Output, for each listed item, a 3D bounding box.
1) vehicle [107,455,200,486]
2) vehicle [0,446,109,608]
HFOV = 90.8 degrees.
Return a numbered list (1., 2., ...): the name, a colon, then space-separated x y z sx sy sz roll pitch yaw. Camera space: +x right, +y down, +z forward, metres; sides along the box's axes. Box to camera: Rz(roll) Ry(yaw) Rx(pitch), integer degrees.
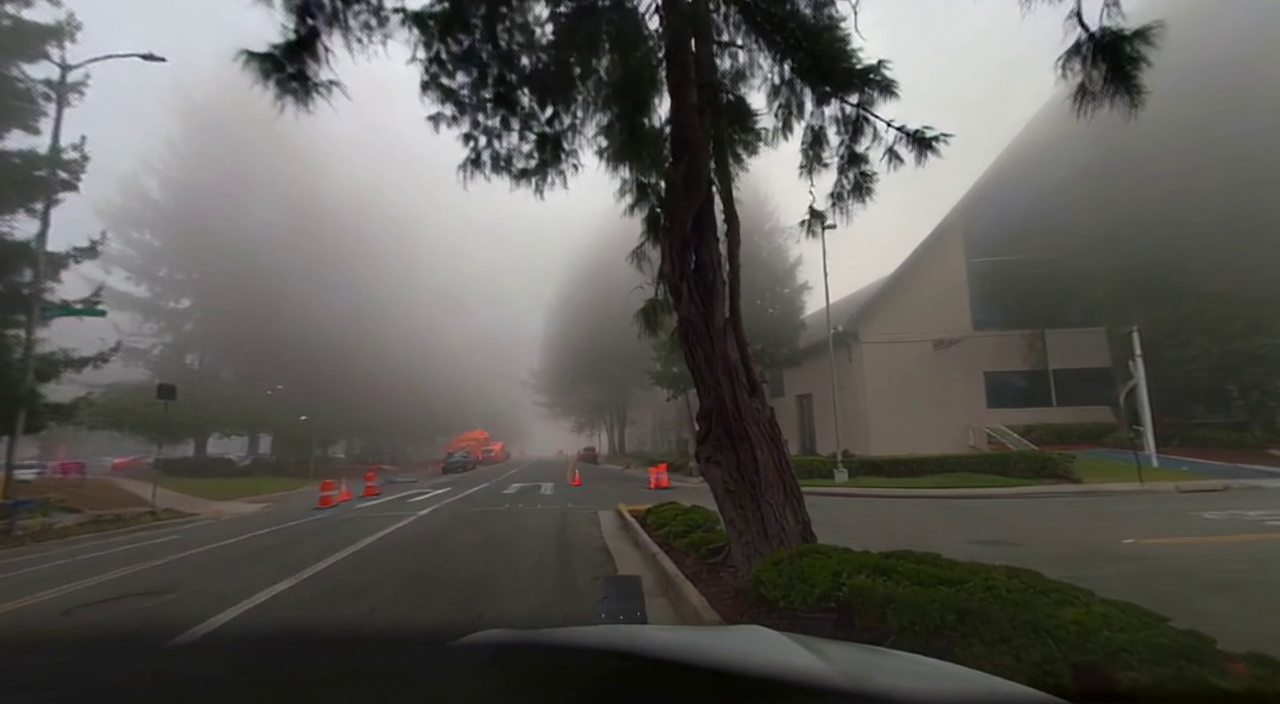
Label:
1. vehicle: -25.204 6.118 32.928 1.771 1.432 4.363 1 -8 -8
2. vehicle: -7.974 1.501 4.289 2.961 1.701 7.563 1 -8 -7
